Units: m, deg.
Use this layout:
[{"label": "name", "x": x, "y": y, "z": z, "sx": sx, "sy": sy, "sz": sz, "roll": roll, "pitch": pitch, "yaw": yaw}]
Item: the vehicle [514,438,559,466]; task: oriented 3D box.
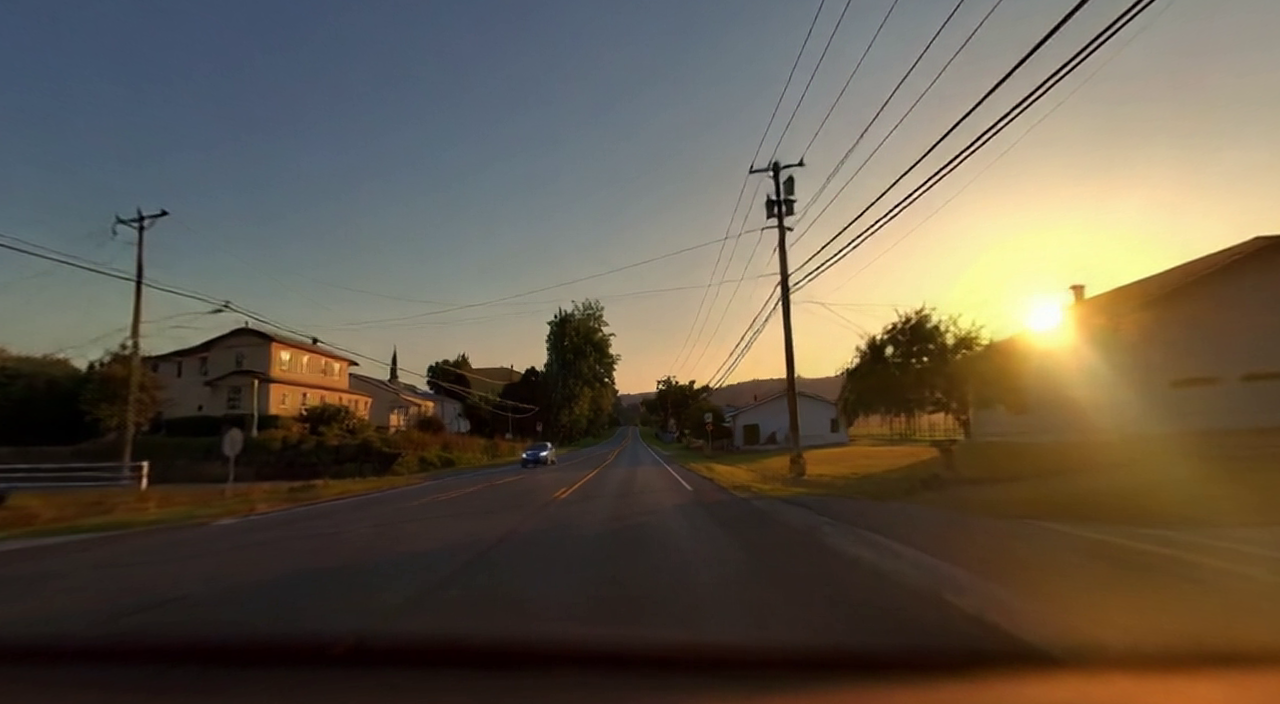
[{"label": "vehicle", "x": -6.616, "y": 6.454, "z": 40.940, "sx": 2.113, "sy": 1.710, "sz": 4.438, "roll": 0, "pitch": -8, "yaw": 1}]
